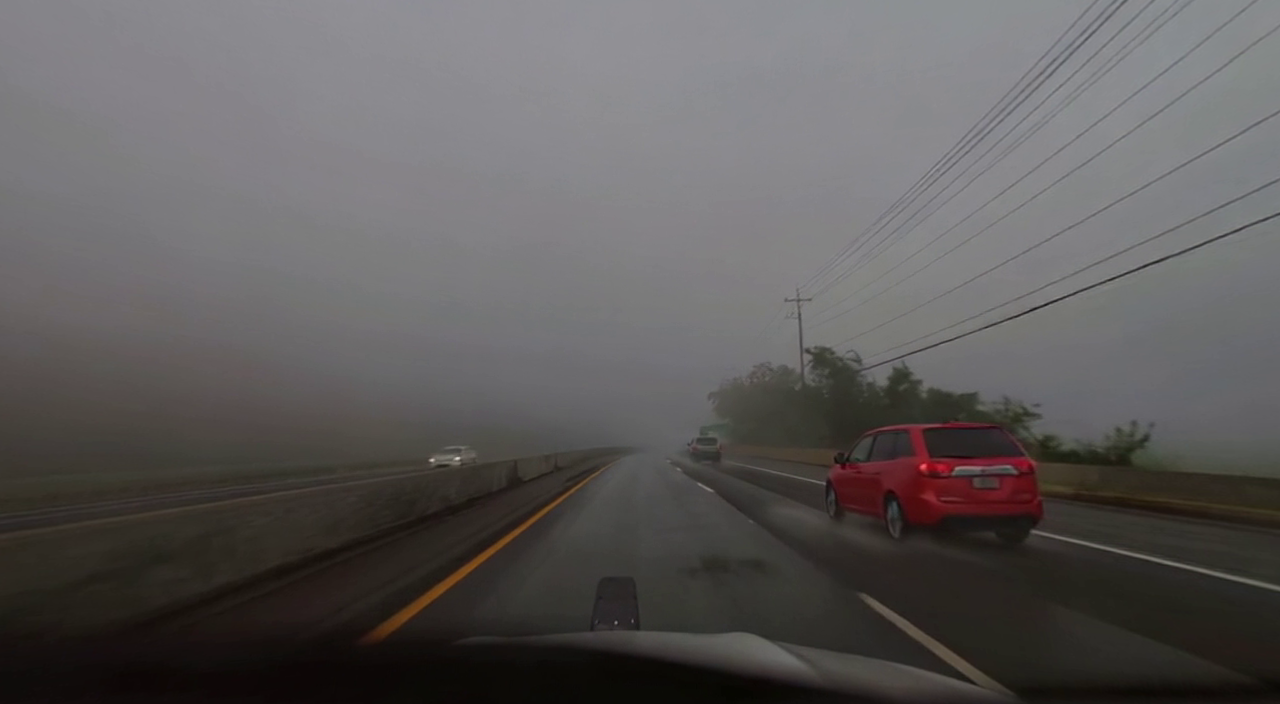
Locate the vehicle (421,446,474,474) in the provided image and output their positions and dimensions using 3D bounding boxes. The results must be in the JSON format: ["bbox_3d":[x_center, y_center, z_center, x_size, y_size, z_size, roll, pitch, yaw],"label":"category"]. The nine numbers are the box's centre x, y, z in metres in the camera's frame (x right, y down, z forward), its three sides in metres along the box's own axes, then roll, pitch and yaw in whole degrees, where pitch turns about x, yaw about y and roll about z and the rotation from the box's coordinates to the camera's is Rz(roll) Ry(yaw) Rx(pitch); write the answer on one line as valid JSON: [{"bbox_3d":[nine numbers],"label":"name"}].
[{"bbox_3d":[-11.094,6.217,36.453,1.954,1.530,3.423,-1,-8,0],"label":"vehicle"}]

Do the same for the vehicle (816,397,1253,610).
[{"bbox_3d":[3.622,1.458,7.045,1.977,1.581,4.428,-1,-8,0],"label":"vehicle"}]

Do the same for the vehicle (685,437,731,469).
[{"bbox_3d":[3.375,5.068,31.856,1.868,1.507,3.833,0,-8,-1],"label":"vehicle"}]
